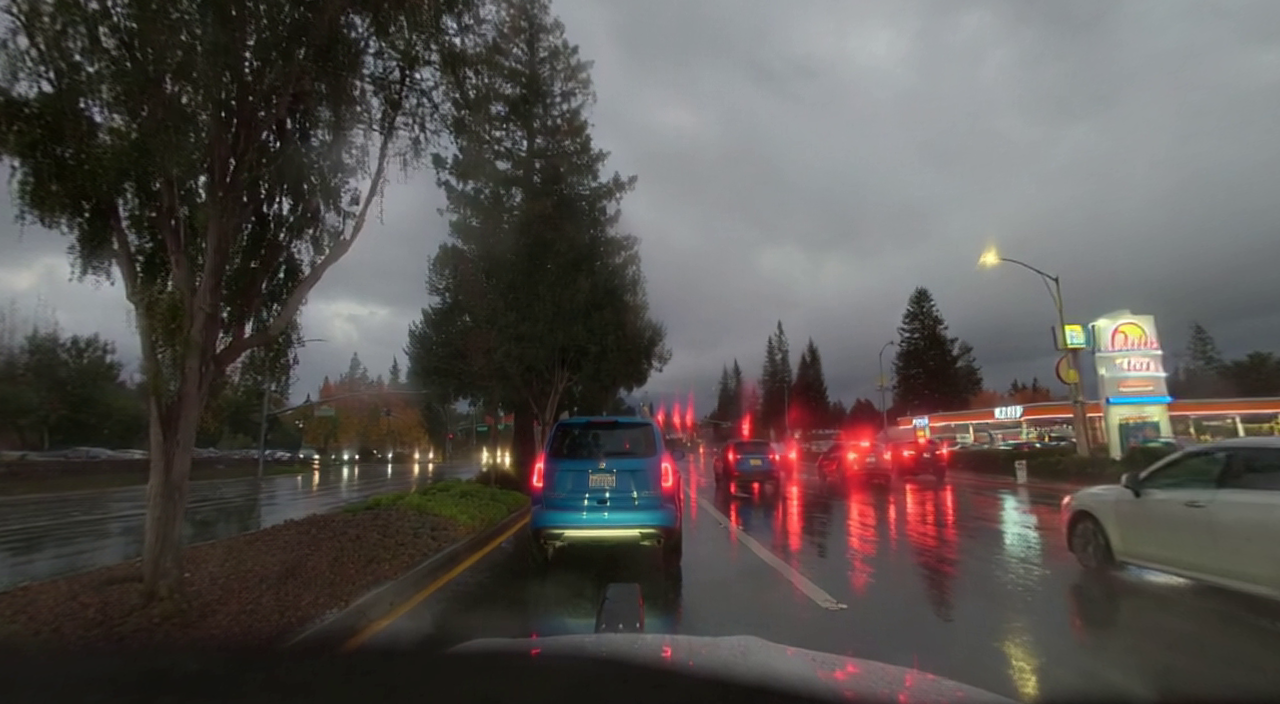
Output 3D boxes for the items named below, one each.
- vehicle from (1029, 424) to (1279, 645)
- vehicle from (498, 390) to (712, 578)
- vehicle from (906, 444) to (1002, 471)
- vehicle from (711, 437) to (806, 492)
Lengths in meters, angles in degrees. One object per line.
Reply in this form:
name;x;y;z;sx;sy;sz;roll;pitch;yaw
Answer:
vehicle;5.300;1.300;4.702;1.930;1.478;4.643;0;-9;1
vehicle;-0.303;1.646;8.639;2.096;1.837;4.687;0;-9;1
vehicle;17.201;5.776;34.767;4.290;1.427;1.751;0;-9;2
vehicle;3.691;3.612;20.707;2.098;1.555;4.778;0;-9;-1
